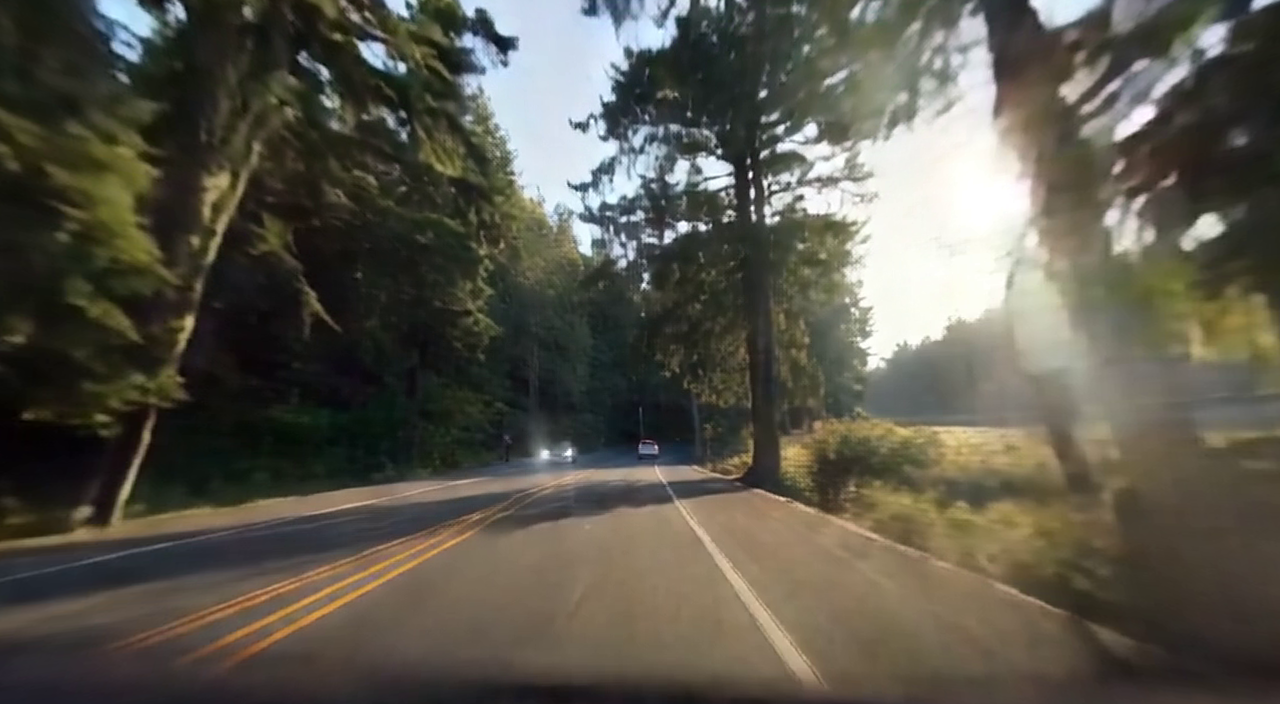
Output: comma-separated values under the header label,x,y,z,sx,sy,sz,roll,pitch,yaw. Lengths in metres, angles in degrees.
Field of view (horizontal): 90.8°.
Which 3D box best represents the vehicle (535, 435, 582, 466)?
label,x,y,z,sx,sy,sz,roll,pitch,yaw
vehicle,-4.879,5.982,38.463,2.140,1.727,4.202,-1,-9,3
